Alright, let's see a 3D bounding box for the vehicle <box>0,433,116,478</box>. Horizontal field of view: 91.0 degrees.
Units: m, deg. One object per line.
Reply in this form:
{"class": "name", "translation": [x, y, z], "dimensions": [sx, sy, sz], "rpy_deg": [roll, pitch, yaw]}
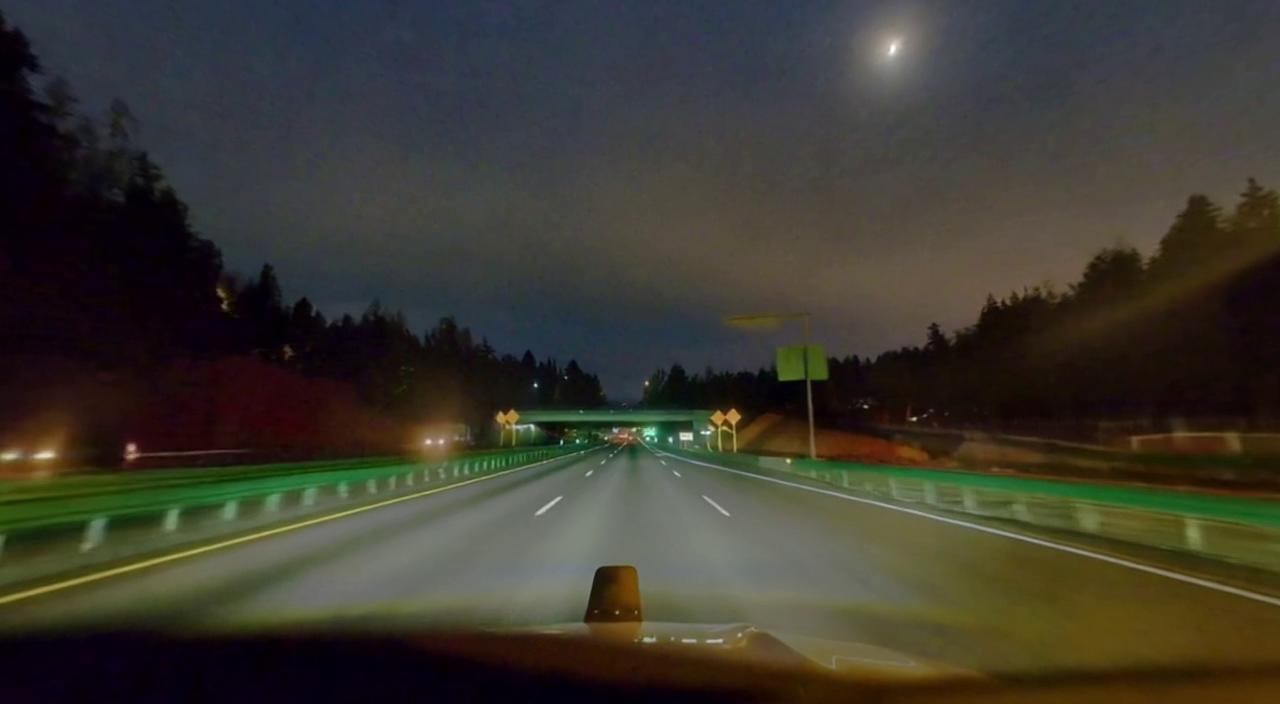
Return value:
{"class": "vehicle", "translation": [-21.787, 3.739, 23.100], "dimensions": [1.863, 1.490, 3.869], "rpy_deg": [0, -8, -3]}
